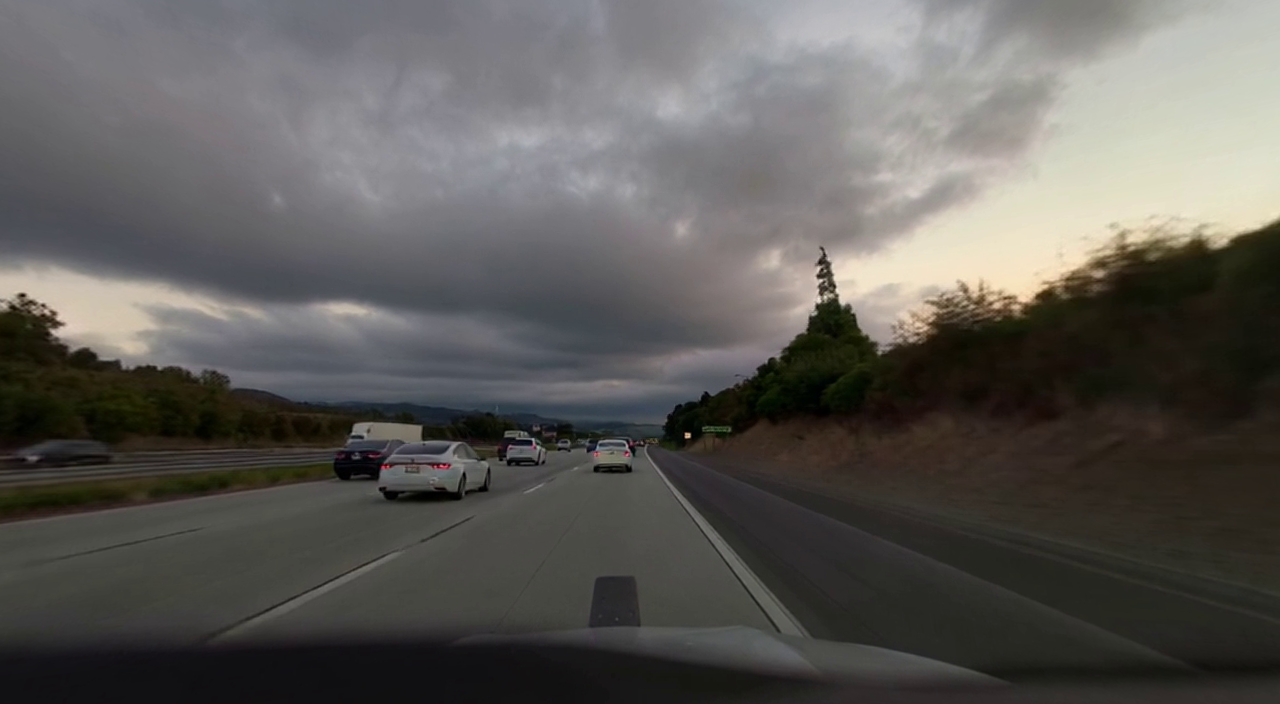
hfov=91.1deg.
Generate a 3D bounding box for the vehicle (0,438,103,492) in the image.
[{"bbox_3d":[-21.899,3.887,21.900,2.037,1.740,4.968,0,-8,-1],"label":"vehicle"}]

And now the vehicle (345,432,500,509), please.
[{"bbox_3d":[-4.703,2.600,14.414,1.971,1.464,4.386,0,-8,0],"label":"vehicle"}]

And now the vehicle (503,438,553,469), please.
[{"bbox_3d":[-5.526,5.031,31.405,1.835,1.432,3.835,0,-8,0],"label":"vehicle"}]

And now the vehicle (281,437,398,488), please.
[{"bbox_3d":[-9.497,3.481,20.254,1.850,1.439,3.932,0,-8,0],"label":"vehicle"}]

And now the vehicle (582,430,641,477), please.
[{"bbox_3d":[-1.073,3.970,24.930,2.178,1.658,3.916,0,-8,-1],"label":"vehicle"}]
